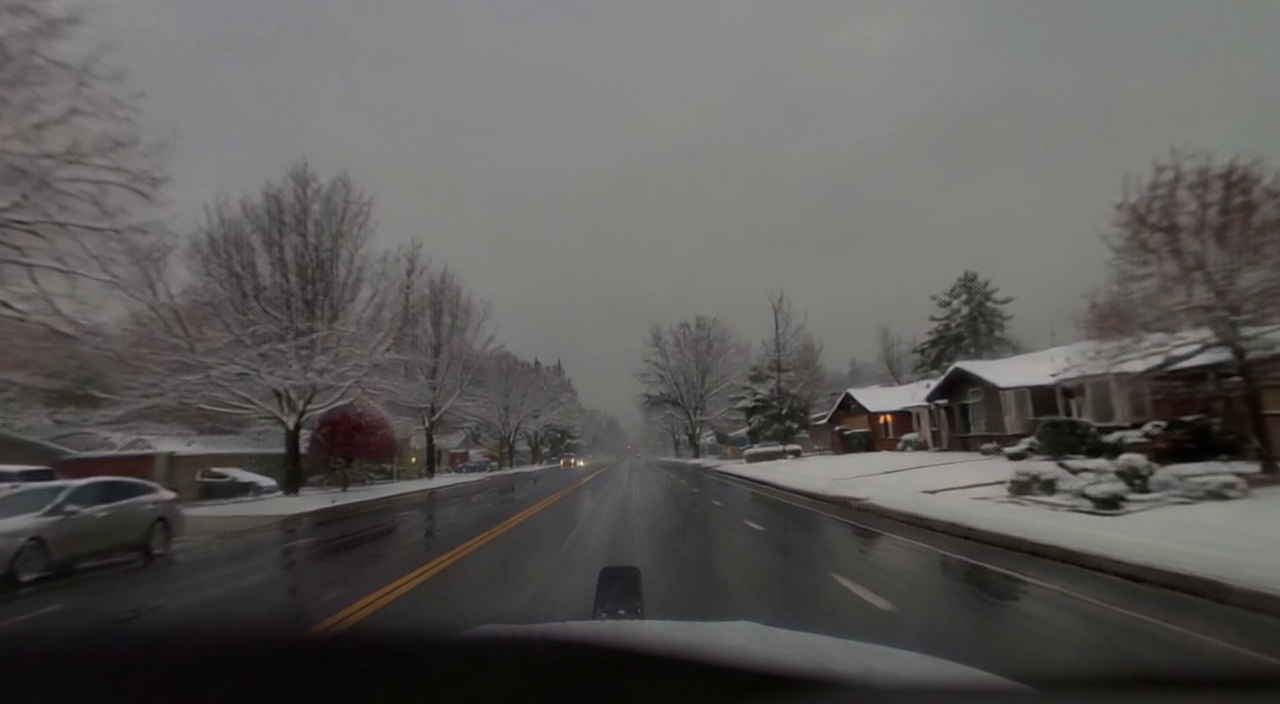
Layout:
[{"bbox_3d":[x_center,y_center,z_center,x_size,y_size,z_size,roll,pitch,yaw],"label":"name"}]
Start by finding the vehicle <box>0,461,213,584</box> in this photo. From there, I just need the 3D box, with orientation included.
[{"bbox_3d":[-9.540,2.711,10.471,1.931,1.465,4.683,-5,-8,-3],"label":"vehicle"}]
